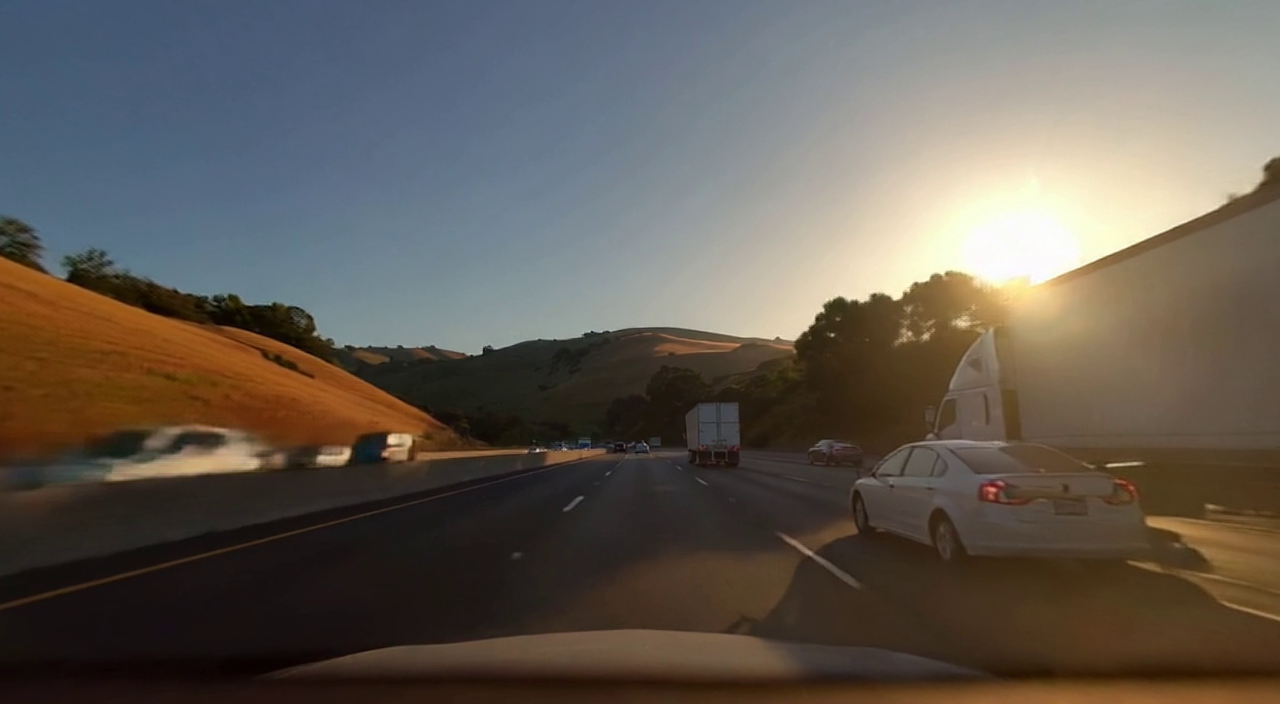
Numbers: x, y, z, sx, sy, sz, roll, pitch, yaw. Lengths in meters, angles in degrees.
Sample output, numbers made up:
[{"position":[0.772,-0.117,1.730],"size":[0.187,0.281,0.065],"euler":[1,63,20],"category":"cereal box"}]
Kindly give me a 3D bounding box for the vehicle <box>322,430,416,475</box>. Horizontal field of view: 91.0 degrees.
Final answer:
[{"position":[-14.869,5.539,35.053],"size":[2.496,2.265,5.849],"euler":[0,-9,1],"category":"vehicle"}]

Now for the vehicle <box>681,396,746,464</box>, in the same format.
[{"position":[4.649,5.391,42.351],"size":[3.049,3.968,10.706],"euler":[0,-8,0],"category":"vehicle"}]

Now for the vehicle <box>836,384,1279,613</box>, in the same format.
[{"position":[3.892,1.425,6.973],"size":[2.055,1.737,4.224],"euler":[0,-9,0],"category":"vehicle"}]

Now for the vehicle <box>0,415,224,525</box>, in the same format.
[{"position":[-9.161,1.852,10.536],"size":[1.794,1.488,3.755],"euler":[-1,-7,1],"category":"vehicle"}]

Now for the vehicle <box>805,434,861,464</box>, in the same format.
[{"position":[11.997,6.059,39.493],"size":[2.046,1.741,4.769],"euler":[0,-9,0],"category":"vehicle"}]

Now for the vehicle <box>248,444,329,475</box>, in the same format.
[{"position":[-20.093,6.136,36.262],"size":[2.005,1.679,4.481],"euler":[0,-9,1],"category":"vehicle"}]
